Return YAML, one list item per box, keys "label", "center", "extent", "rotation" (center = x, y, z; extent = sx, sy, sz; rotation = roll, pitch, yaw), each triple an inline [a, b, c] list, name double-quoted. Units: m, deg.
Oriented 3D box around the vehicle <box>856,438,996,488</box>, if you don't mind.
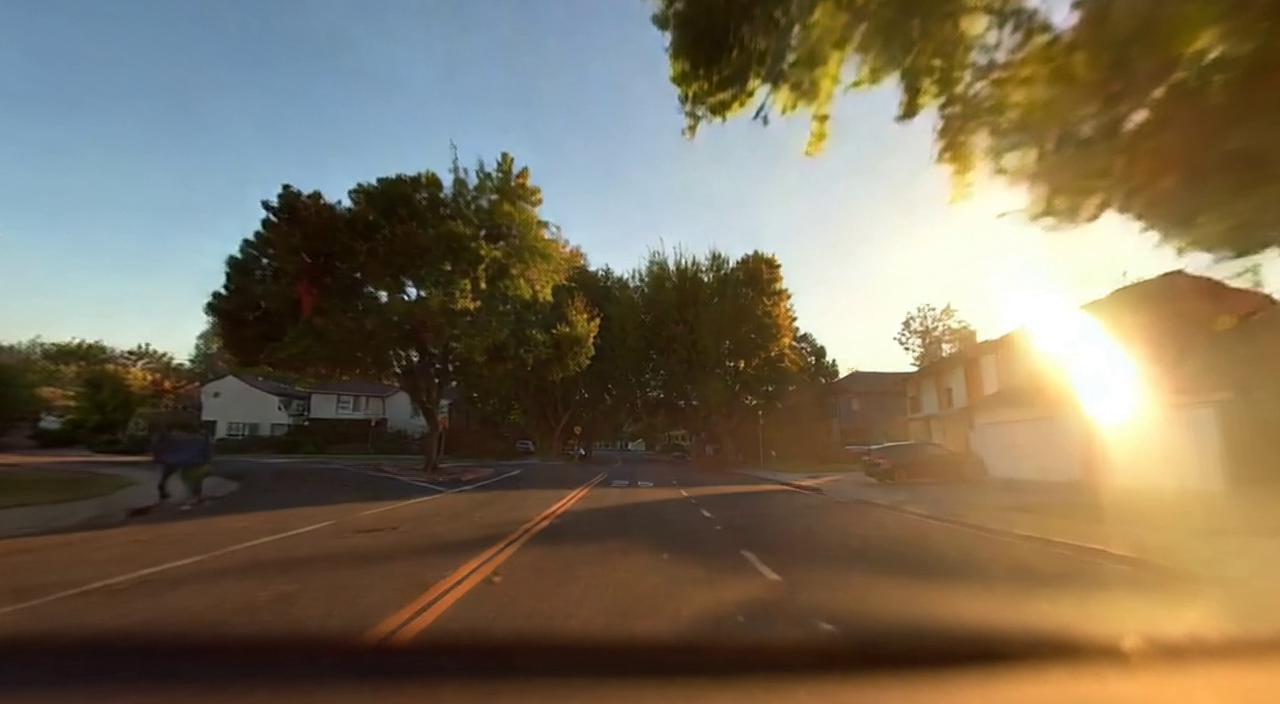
- label: "vehicle"
  center: [10.962, 4.260, 24.493]
  extent: [4.453, 1.590, 1.861]
  rotation: [-3, -6, 2]
